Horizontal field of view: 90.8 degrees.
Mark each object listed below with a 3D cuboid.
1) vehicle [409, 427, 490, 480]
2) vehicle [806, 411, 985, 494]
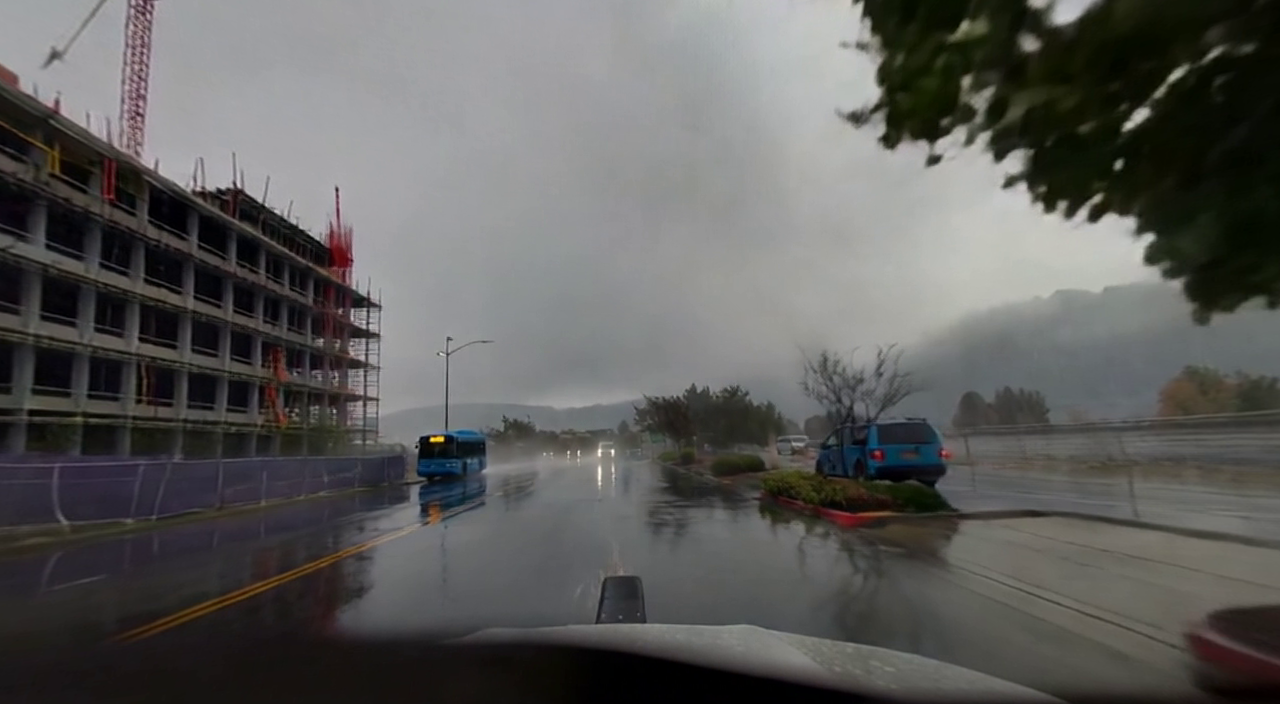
[{"bbox_3d":[-11.082,6.019,37.448,2.979,2.803,5.962,-1,-9,0],"label":"vehicle"},{"bbox_3d":[6.733,2.840,17.671,2.267,1.911,5.816,1,-10,-4],"label":"vehicle"}]
